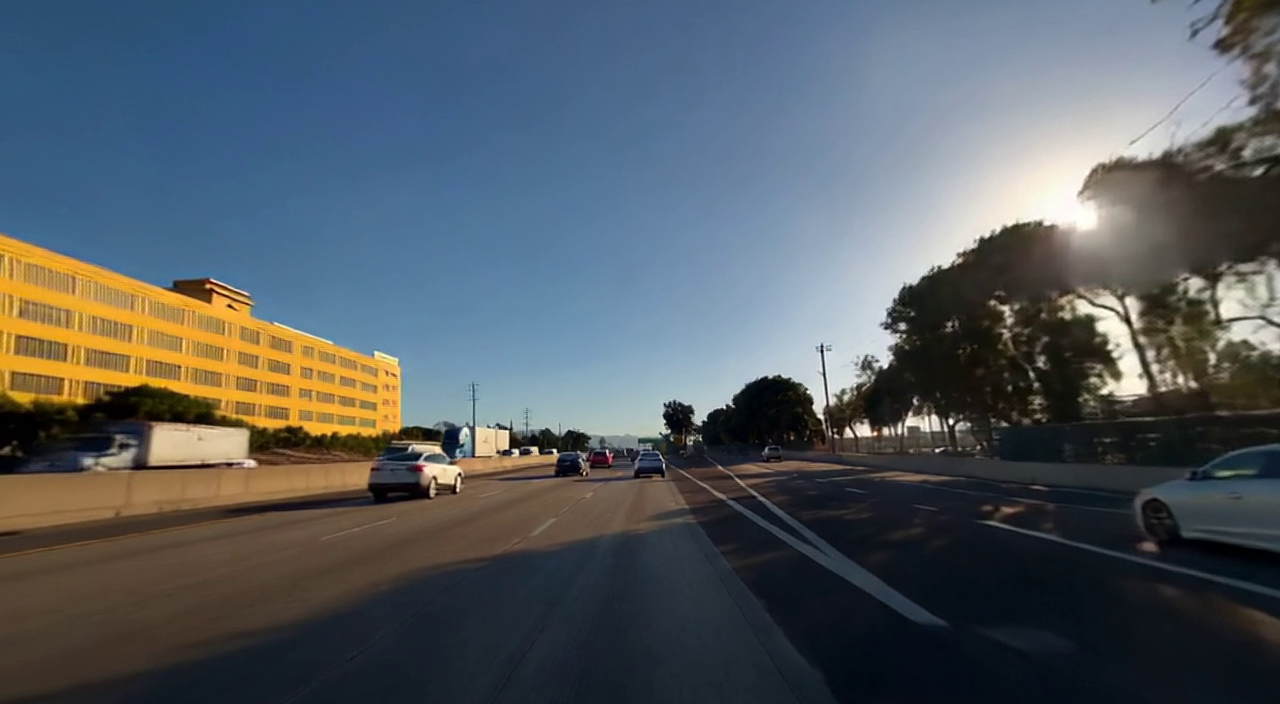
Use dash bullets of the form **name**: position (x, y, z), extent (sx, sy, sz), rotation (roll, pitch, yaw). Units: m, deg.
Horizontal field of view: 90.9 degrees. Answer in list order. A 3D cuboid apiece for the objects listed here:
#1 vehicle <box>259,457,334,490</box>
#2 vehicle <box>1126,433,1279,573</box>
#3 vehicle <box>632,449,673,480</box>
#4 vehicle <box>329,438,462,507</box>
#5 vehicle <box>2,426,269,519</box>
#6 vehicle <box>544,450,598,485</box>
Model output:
- **vehicle**: position (-20.074, 7.088, 37.119), extent (1.853, 1.671, 4.525), rotation (-1, -8, 1)
- **vehicle**: position (7.816, 1.595, 6.656), extent (1.966, 1.484, 4.610), rotation (-1, -9, 5)
- **vehicle**: position (0.663, 6.178, 34.792), extent (2.107, 1.538, 3.999), rotation (-1, -8, 1)
- **vehicle**: position (-7.262, 3.600, 19.414), extent (2.106, 1.827, 4.814), rotation (-1, -8, 1)
- **vehicle**: position (-12.698, 3.057, 16.681), extent (2.133, 1.970, 5.950), rotation (-1, -8, 0)
- **vehicle**: position (-3.344, 5.668, 31.337), extent (2.059, 1.508, 4.662), rotation (-1, -8, 1)
